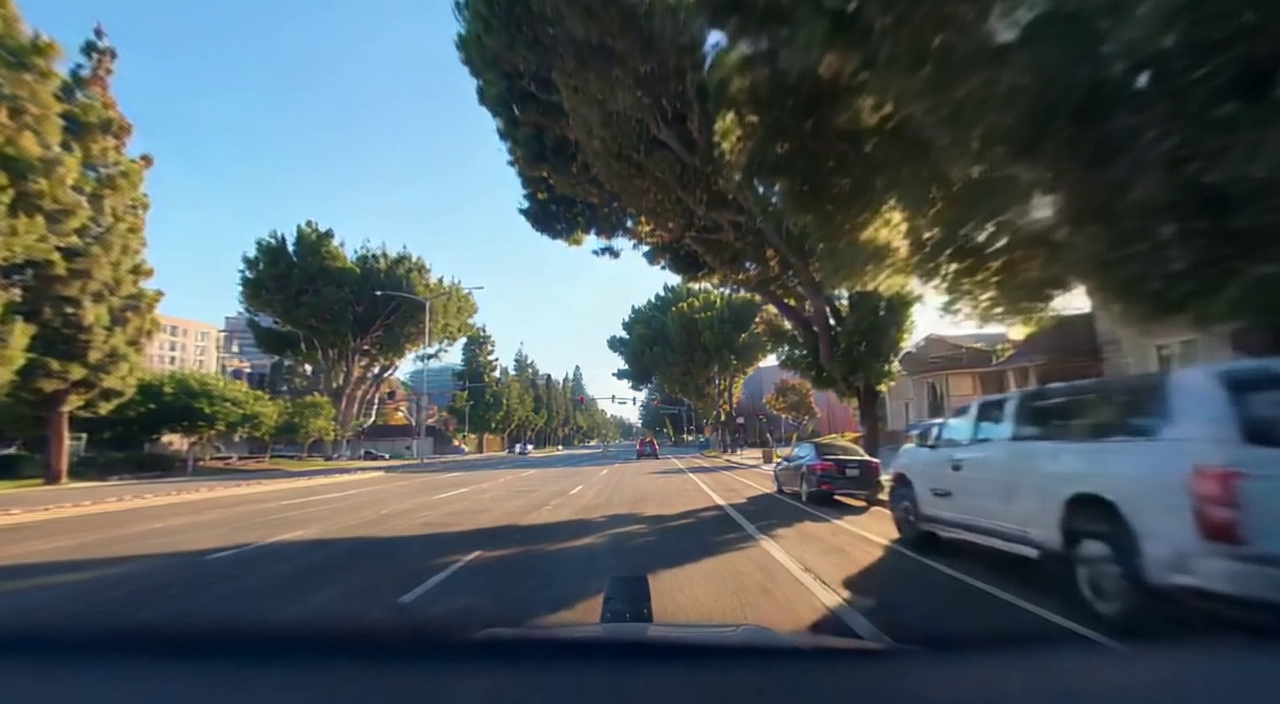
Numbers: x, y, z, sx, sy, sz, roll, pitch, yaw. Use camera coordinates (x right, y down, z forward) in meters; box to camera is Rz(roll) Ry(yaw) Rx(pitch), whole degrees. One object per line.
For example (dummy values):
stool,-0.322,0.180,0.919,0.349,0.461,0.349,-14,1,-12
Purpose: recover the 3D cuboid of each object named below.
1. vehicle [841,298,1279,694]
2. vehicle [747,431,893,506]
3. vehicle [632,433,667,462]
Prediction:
vehicle,4.223,1.190,6.600,2.162,2.080,6.515,0,-8,1
vehicle,4.112,2.738,15.332,2.269,1.520,4.410,0,-8,0
vehicle,0.621,6.255,41.355,2.169,1.751,4.276,0,-8,1
